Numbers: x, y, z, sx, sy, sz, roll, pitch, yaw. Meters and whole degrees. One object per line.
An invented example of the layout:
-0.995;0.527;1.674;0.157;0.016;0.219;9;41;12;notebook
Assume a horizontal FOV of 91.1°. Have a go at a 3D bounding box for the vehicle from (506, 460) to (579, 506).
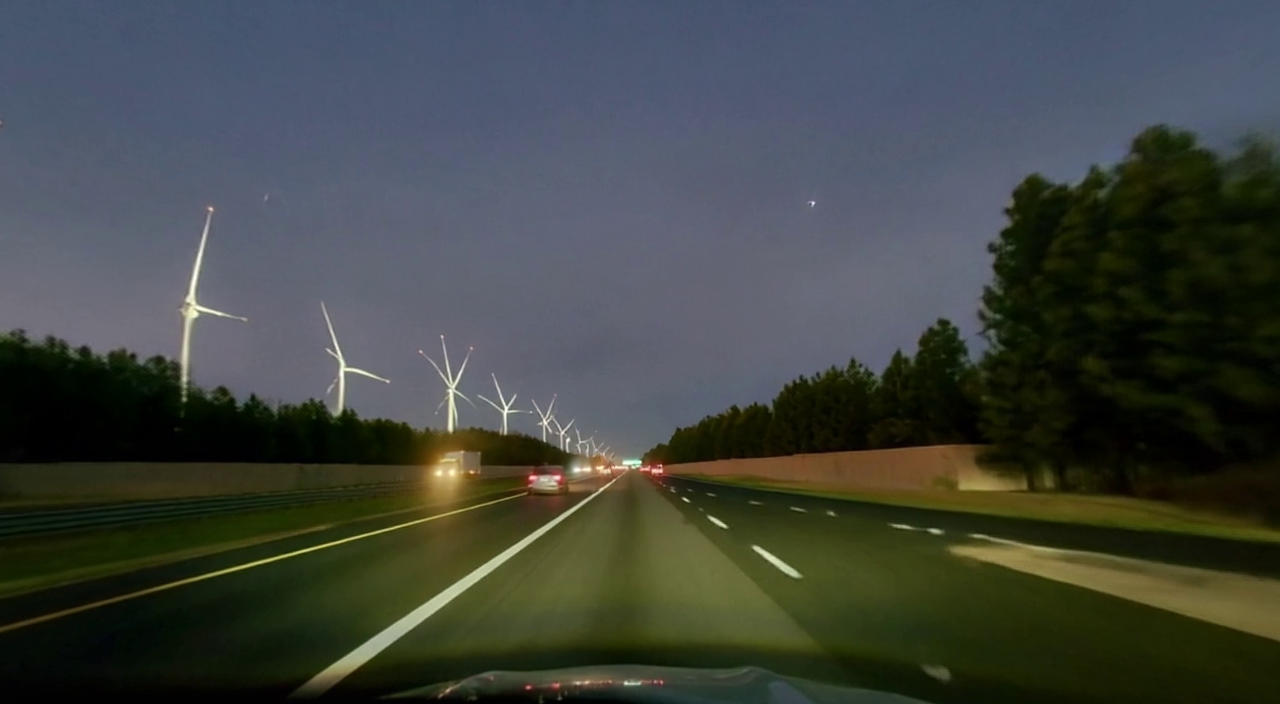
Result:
-3.495;4.795;23.272;2.001;1.486;4.104;1;-10;0;vehicle
